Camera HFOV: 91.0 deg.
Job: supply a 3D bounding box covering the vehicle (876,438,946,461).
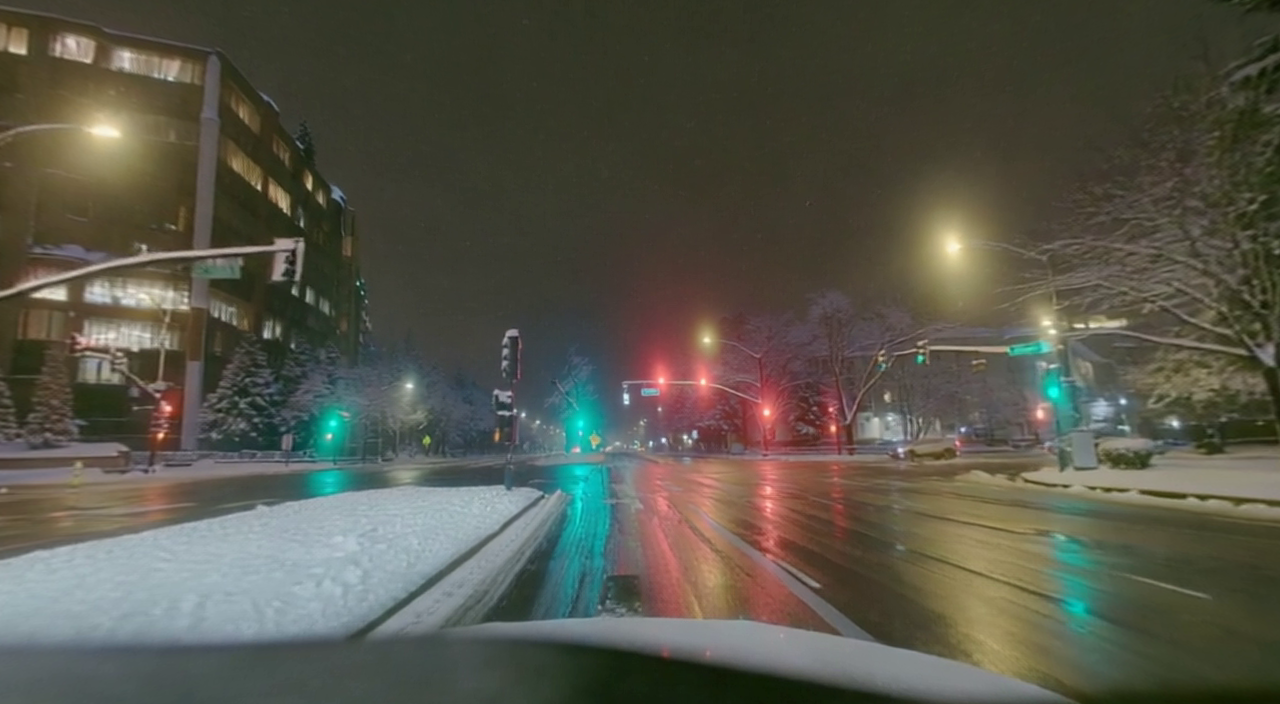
[{"bbox_3d":[20.491,7.347,47.540,4.769,1.634,1.884,3,-9,-21],"label":"vehicle"}]
